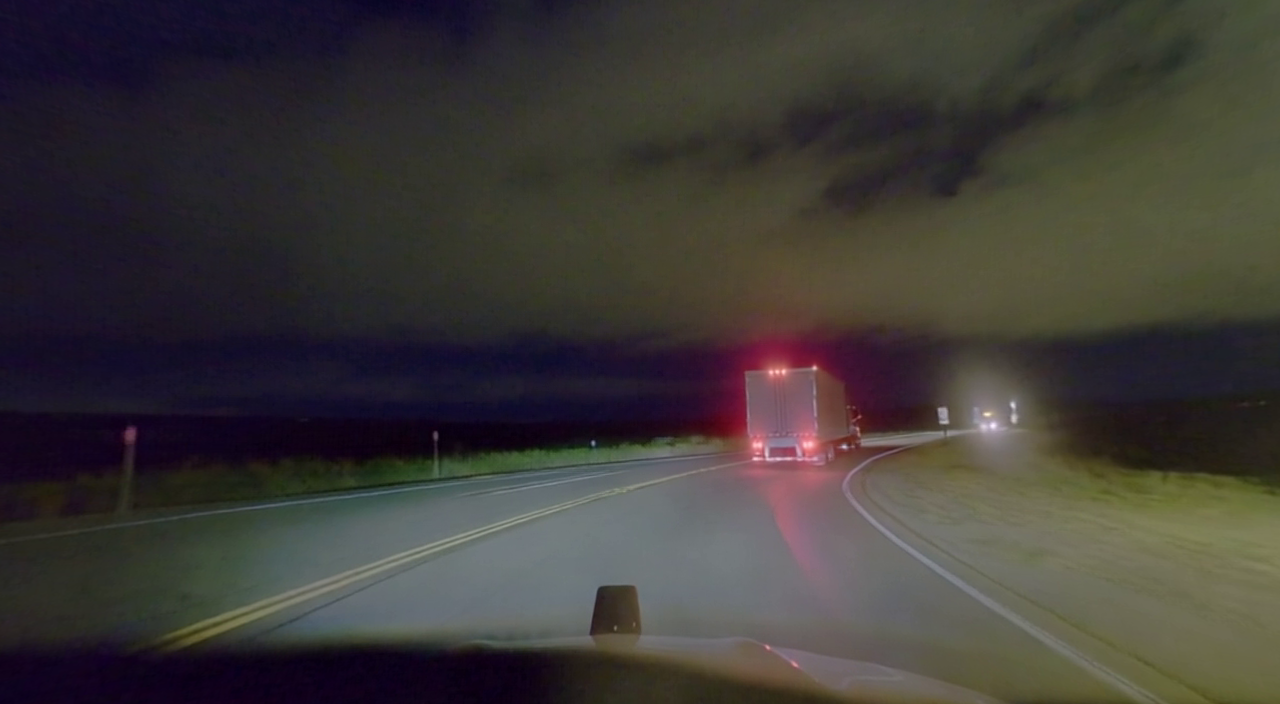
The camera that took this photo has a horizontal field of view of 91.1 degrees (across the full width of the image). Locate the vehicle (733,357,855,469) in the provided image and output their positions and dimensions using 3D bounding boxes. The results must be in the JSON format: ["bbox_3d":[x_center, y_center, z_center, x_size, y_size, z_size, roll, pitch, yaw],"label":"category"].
[{"bbox_3d":[6.800,2.724,26.192,2.837,3.712,10.484,-4,-8,24],"label":"vehicle"}]
